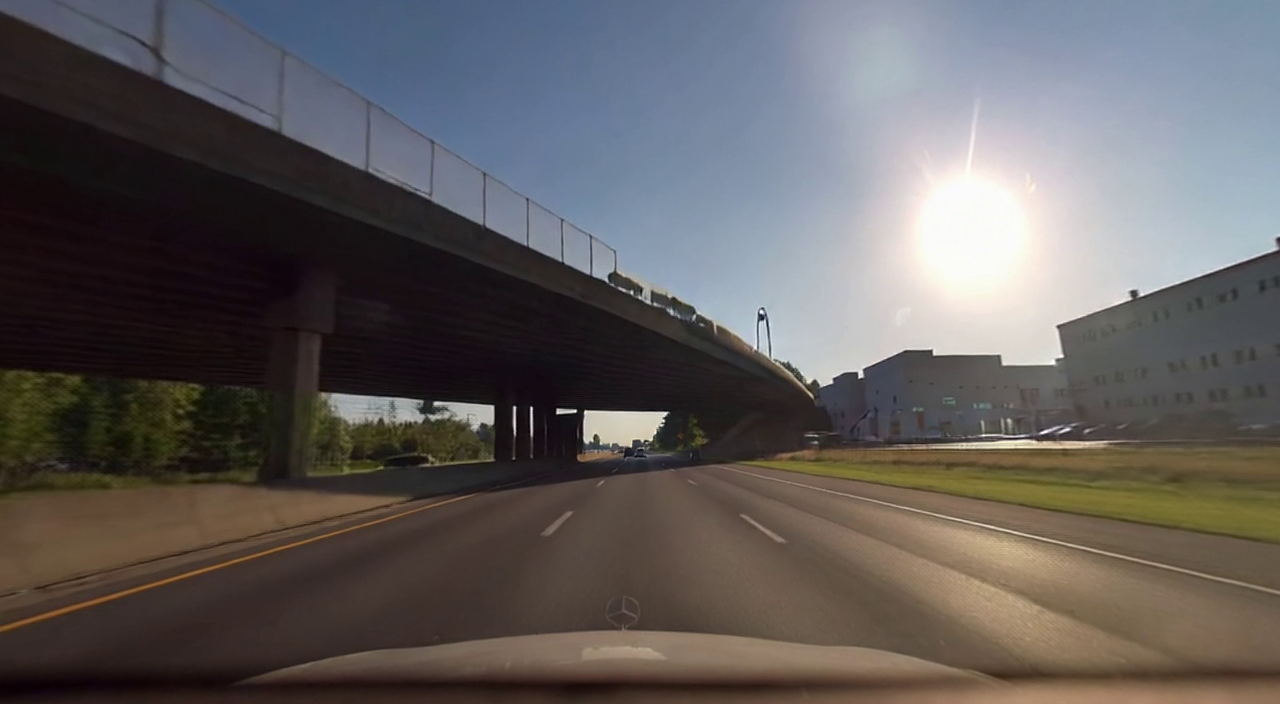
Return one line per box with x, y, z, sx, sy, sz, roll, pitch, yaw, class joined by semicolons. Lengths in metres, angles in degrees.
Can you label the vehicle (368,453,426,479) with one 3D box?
-14.983;7.025;39.216;1.905;1.458;4.181;0;-9;0;vehicle
